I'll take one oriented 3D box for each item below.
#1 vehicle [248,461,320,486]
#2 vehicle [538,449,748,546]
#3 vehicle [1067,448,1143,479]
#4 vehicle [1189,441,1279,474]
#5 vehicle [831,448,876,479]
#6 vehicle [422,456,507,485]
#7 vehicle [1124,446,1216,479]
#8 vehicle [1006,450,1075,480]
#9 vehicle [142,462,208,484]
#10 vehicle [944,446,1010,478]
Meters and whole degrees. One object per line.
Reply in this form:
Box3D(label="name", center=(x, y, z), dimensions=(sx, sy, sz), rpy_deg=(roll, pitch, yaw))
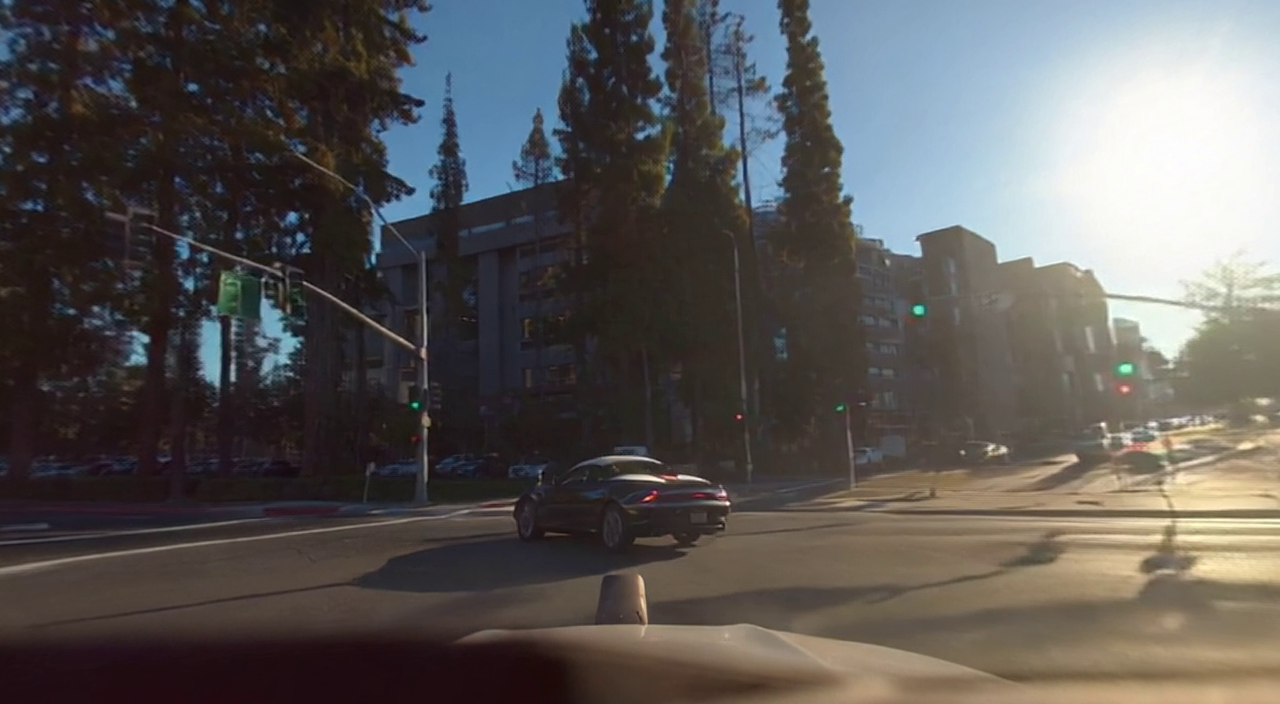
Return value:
Box3D(label="vehicle", center=(-23.116, 7.890, 41.161), dimensions=(1.709, 1.410, 3.945), rpy_deg=(-3, -9, 16))
Box3D(label="vehicle", center=(-0.119, 2.687, 12.433), dimensions=(1.903, 1.529, 4.254), rpy_deg=(7, -11, -37))
Box3D(label="vehicle", center=(21.787, 5.218, 29.736), dimensions=(1.692, 1.343, 3.352), rpy_deg=(-2, -9, 15))
Box3D(label="vehicle", center=(26.884, 4.767, 28.637), dimensions=(1.704, 1.365, 3.315), rpy_deg=(-3, -9, 18))
Box3D(label="vehicle", center=(11.178, 5.826, 33.320), dimensions=(2.024, 1.489, 4.613), rpy_deg=(-3, -9, 17))
Box3D(label="vehicle", center=(-9.747, 6.542, 35.145), dimensions=(4.207, 1.508, 1.875), rpy_deg=(-3, -9, 20))
Box3D(label="vehicle", center=(24.341, 5.065, 29.193), dimensions=(2.006, 1.371, 3.426), rpy_deg=(-3, -9, 17))
Box3D(label="vehicle", center=(19.505, 5.494, 30.927), dimensions=(1.889, 1.358, 3.751), rpy_deg=(-3, -9, 18))
Box3D(label="vehicle", center=(-32.535, 8.433, 44.278), dimensions=(1.627, 1.392, 3.330), rpy_deg=(-3, -9, 16))
Box3D(label="vehicle", center=(16.640, 5.429, 31.393), dimensions=(1.983, 1.453, 4.180), rpy_deg=(-3, -9, 16))
